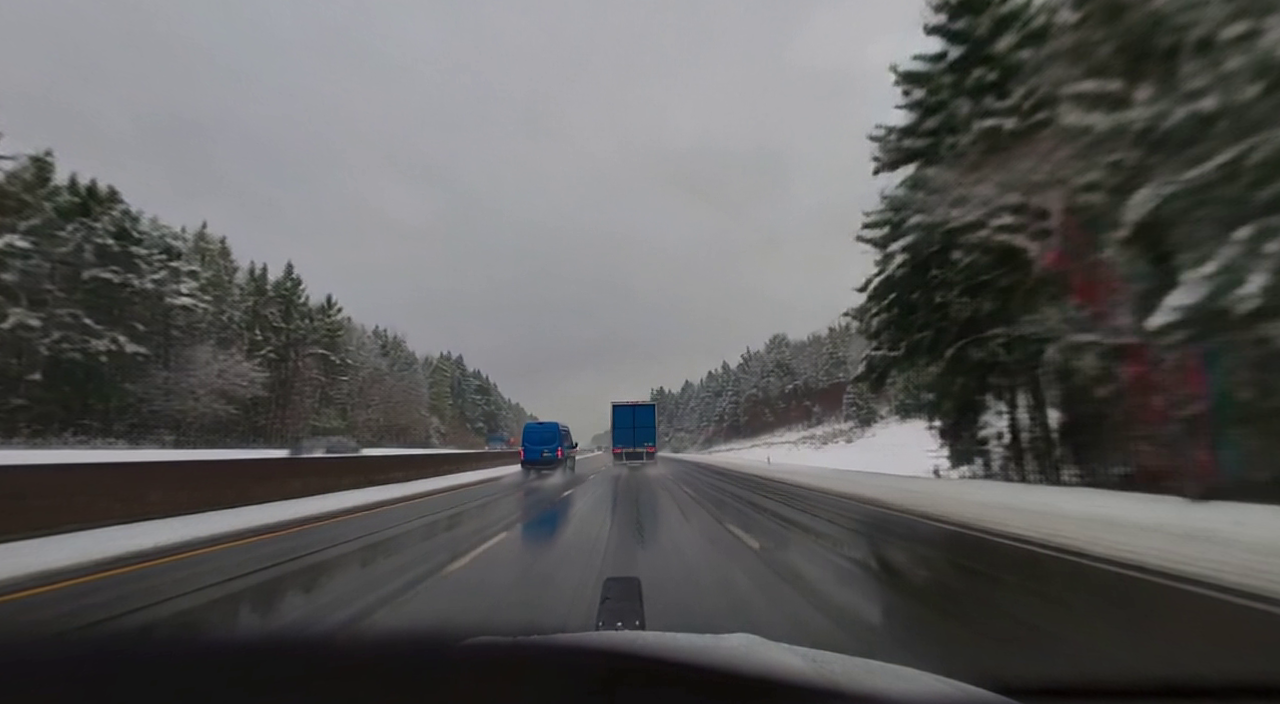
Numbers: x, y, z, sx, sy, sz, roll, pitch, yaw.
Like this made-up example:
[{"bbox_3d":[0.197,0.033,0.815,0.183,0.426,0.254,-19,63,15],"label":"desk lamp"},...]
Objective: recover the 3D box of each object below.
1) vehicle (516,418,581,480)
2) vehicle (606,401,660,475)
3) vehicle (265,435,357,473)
[{"bbox_3d":[-4.404,4.857,31.541,2.357,2.786,6.144,0,-9,-1],"label":"vehicle"},{"bbox_3d":[-0.463,5.556,39.977,2.995,4.036,10.311,0,-9,-1],"label":"vehicle"},{"bbox_3d":[-13.679,4.266,26.500,1.766,1.459,3.806,0,-9,1],"label":"vehicle"}]
